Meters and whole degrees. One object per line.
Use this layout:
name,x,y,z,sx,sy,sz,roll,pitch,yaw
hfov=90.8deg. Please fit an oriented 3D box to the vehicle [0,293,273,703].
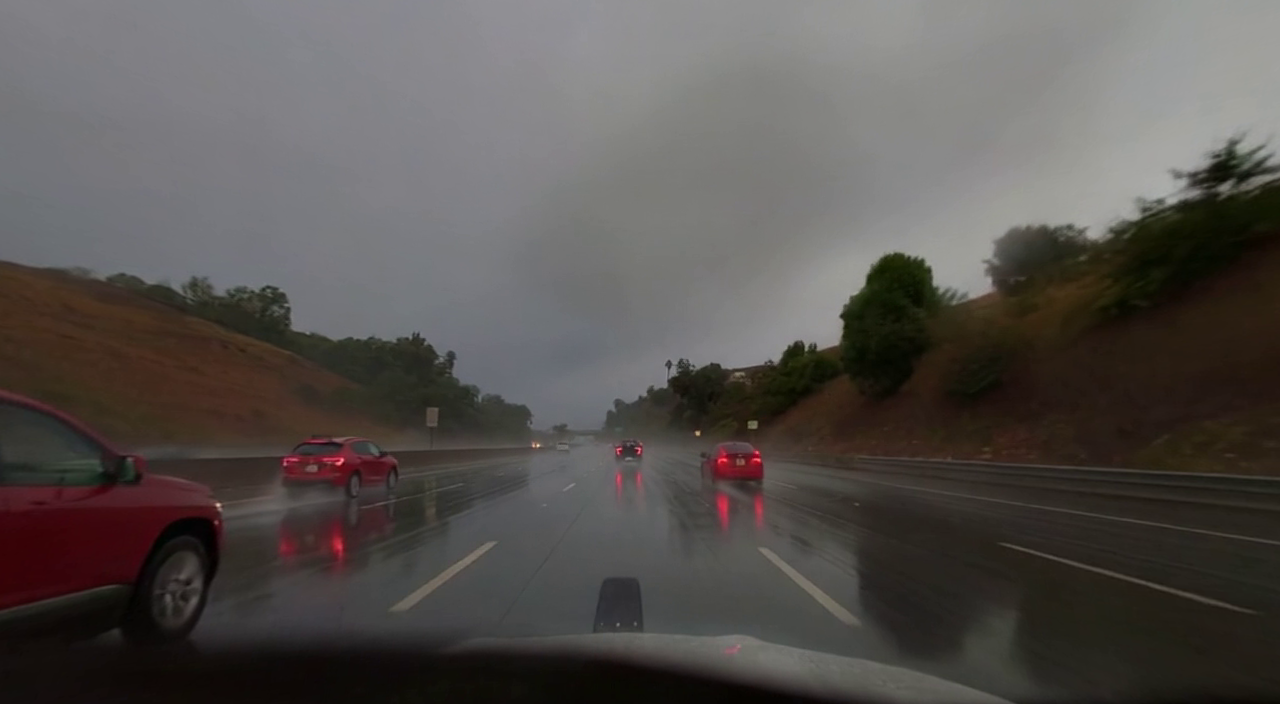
vehicle,-3.785,0.595,1.519,2.379,1.948,5.668,0,-8,0

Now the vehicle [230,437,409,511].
vehicle,-7.581,2.908,15.634,1.922,1.508,4.816,0,-8,0

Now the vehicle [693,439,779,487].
vehicle,3.180,3.797,22.009,2.120,1.492,4.734,0,-8,-1

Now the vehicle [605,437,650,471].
vehicle,-0.651,5.439,33.886,2.277,1.675,4.023,0,-8,-1
